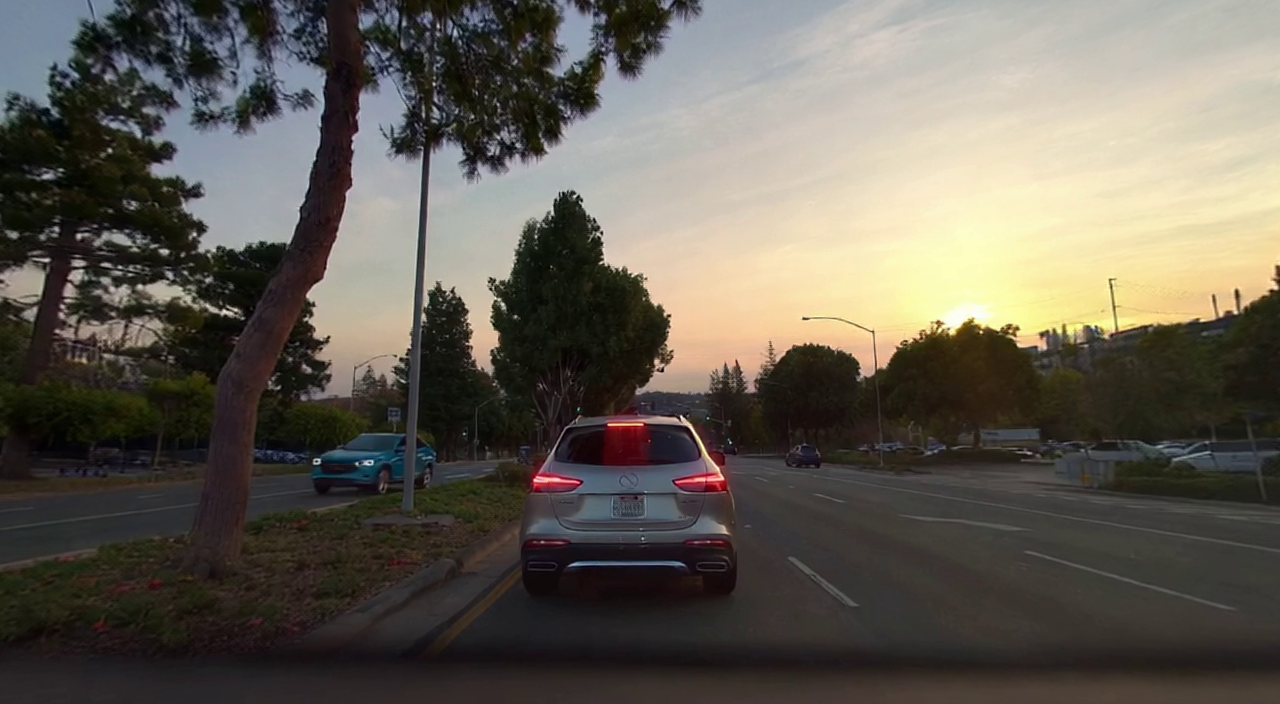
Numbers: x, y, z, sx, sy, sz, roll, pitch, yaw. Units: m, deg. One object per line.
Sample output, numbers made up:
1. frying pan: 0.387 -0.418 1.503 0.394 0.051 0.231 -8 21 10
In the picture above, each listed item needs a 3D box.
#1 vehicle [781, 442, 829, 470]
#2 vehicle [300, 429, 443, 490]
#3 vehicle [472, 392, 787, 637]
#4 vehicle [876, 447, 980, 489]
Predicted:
1. vehicle: 10.836 6.826 41.524 1.908 1.724 4.516 0 -9 -1
2. vehicle: -9.537 3.892 23.065 2.575 1.940 5.755 0 -9 1
3. vehicle: -0.083 1.428 6.460 2.172 1.694 4.055 0 -9 0
4. vehicle: 10.724 4.325 23.726 1.872 1.415 4.271 0 -9 0
